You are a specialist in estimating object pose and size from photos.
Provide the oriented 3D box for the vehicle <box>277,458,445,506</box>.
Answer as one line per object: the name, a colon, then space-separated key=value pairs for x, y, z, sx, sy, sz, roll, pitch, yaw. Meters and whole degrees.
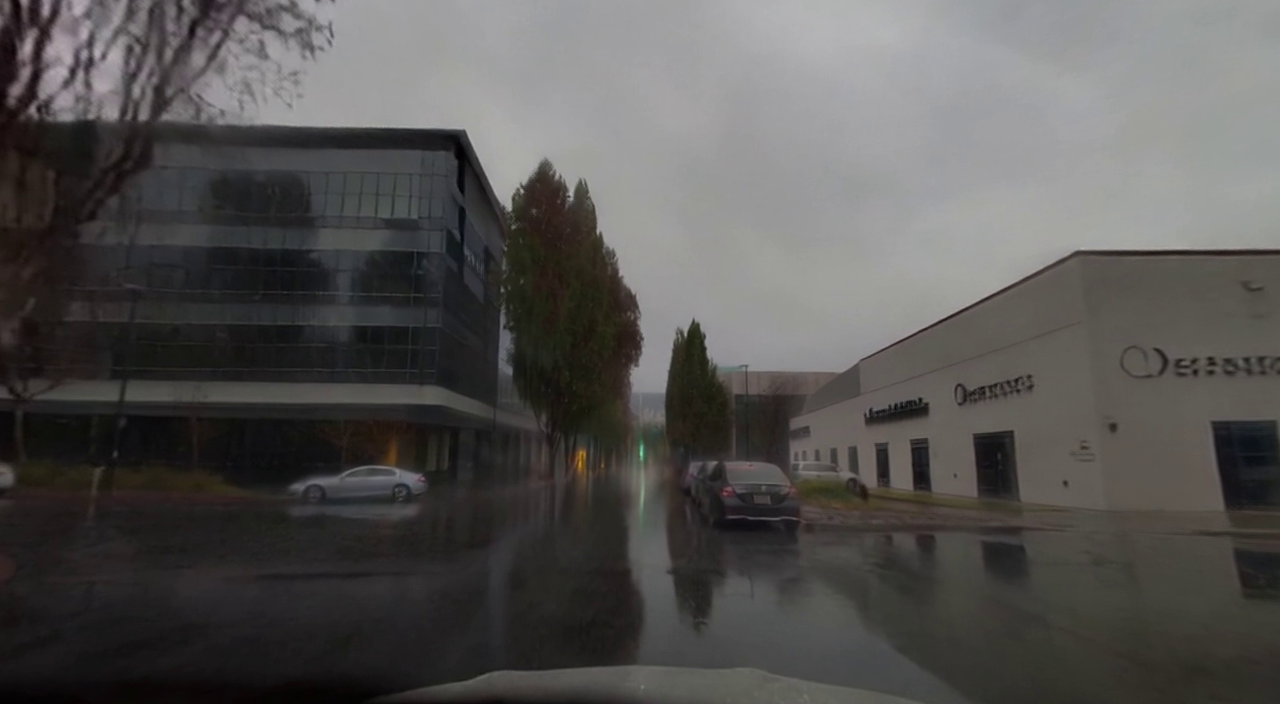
vehicle: x=-9.392 y=4.399 z=21.476 sx=4.770 sy=1.448 sz=1.983 roll=9 pitch=-14 yaw=-39

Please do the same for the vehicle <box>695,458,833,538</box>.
vehicle: x=2.471 y=3.075 z=13.675 sx=2.073 sy=1.434 sz=3.899 roll=1 pitch=-11 yaw=-2
